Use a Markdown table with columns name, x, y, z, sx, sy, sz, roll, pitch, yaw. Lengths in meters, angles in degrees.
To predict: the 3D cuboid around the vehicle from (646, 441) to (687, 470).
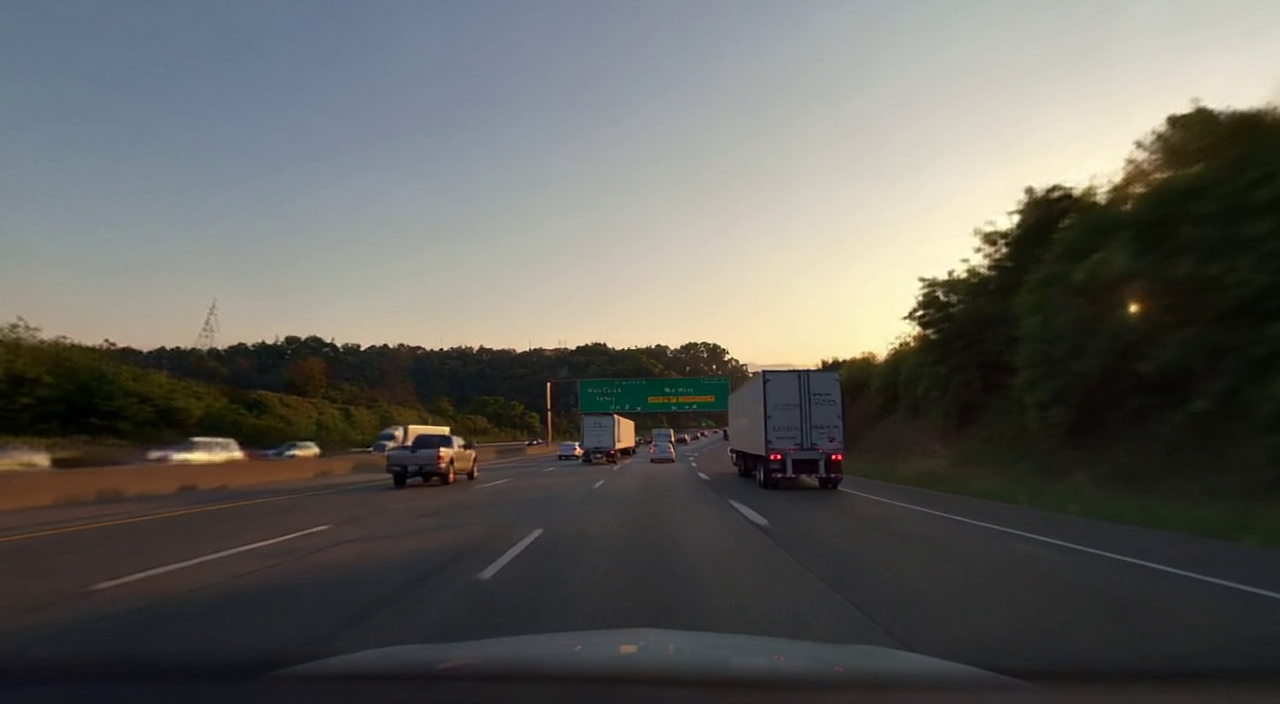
| name | x | y | z | sx | sy | sz | roll | pitch | yaw |
| --- | --- | --- | --- | --- | --- | --- | --- | --- | --- |
| vehicle | 1.427 | 5.645 | 34.562 | 2.105 | 1.502 | 4.068 | 0 | -9 | 2 |

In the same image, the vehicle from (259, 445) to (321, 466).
| name | x | y | z | sx | sy | sz | roll | pitch | yaw |
| --- | --- | --- | --- | --- | --- | --- | --- | --- | --- |
| vehicle | -27.088 | 8.005 | 48.979 | 1.901 | 1.466 | 4.771 | 0 | -9 | 2 |

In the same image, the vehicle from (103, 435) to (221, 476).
| name | x | y | z | sx | sy | sz | roll | pitch | yaw |
| --- | --- | --- | --- | --- | --- | --- | --- | --- | --- |
| vehicle | -23.542 | 5.099 | 31.350 | 1.985 | 1.871 | 4.730 | 0 | -9 | 2 |

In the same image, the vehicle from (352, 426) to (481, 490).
| name | x | y | z | sx | sy | sz | roll | pitch | yaw |
| --- | --- | --- | --- | --- | --- | --- | --- | --- | --- |
| vehicle | -7.155 | 3.484 | 20.977 | 2.272 | 1.850 | 5.156 | 0 | -9 | 2 |

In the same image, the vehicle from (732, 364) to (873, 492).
| name | x | y | z | sx | sy | sz | roll | pitch | yaw |
| --- | --- | --- | --- | --- | --- | --- | --- | --- | --- |
| vehicle | 4.982 | 2.632 | 21.104 | 2.895 | 3.484 | 7.631 | 0 | -9 | 2 |

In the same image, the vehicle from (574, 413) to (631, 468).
| name | x | y | z | sx | sy | sz | roll | pitch | yaw |
| --- | --- | --- | --- | --- | --- | --- | --- | --- | --- |
| vehicle | -2.235 | 5.660 | 40.064 | 2.745 | 3.156 | 7.608 | -1 | -9 | 3 |
